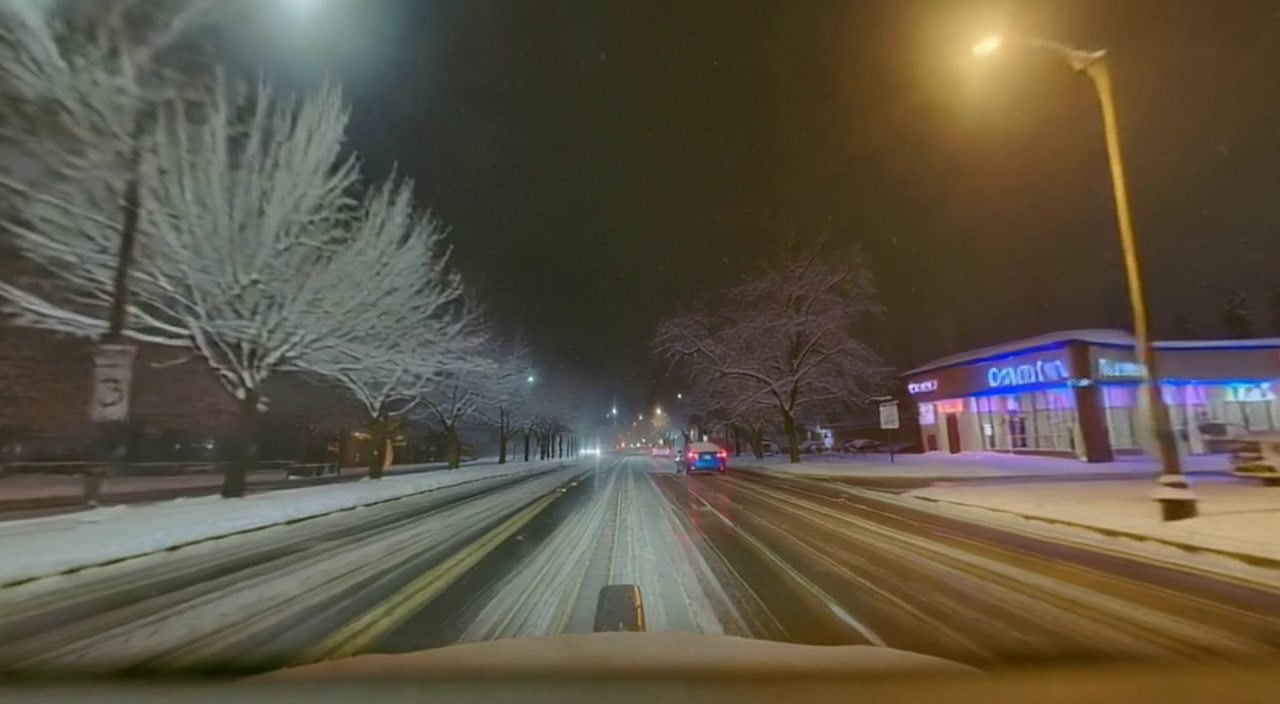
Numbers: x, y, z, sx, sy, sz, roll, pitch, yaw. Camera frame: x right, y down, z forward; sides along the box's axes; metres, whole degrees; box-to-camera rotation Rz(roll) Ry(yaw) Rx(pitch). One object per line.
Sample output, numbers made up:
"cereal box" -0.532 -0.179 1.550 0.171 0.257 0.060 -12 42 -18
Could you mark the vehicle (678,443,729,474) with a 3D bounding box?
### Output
"vehicle" 3.196 5.462 32.678 2.033 1.482 4.571 0 -8 -2
